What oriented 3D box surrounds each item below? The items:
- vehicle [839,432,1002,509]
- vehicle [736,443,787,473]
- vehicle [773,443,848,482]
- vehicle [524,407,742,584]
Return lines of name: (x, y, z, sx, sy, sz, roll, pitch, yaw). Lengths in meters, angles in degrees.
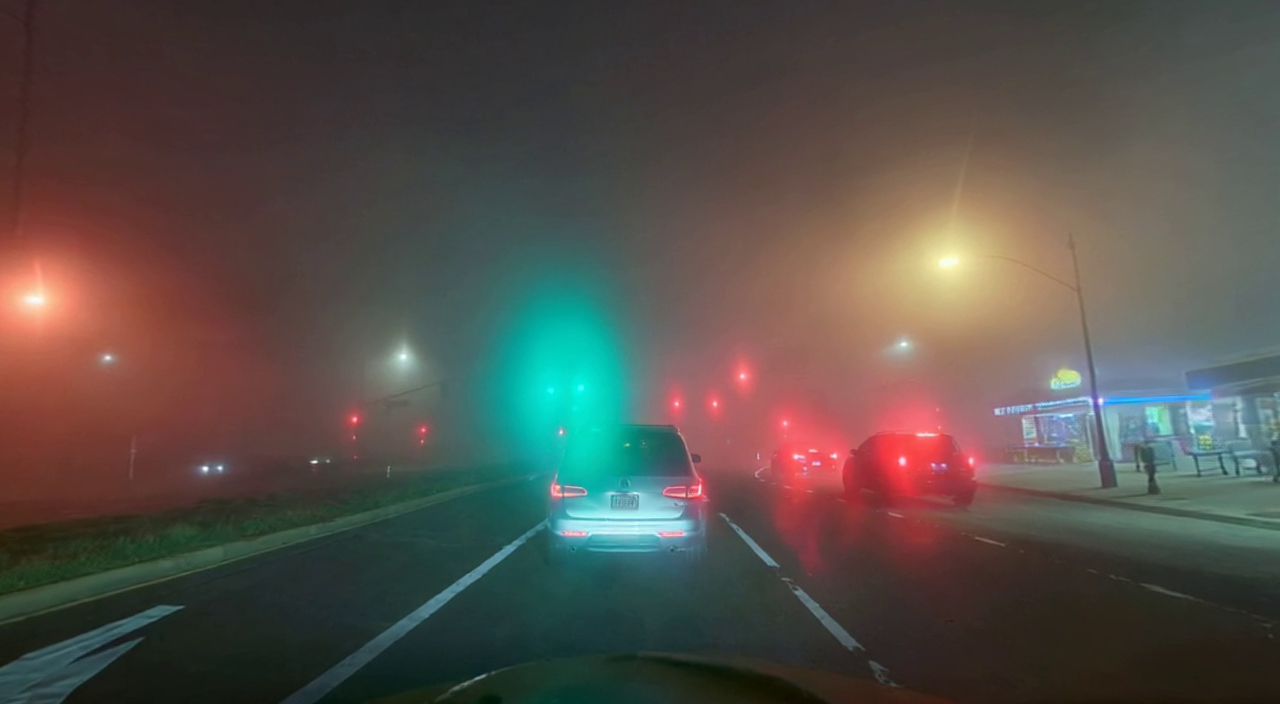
vehicle: (6.796, 2.904, 15.928, 2.072, 1.652, 4.611, 0, -8, 1)
vehicle: (6.364, 5.575, 33.413, 1.961, 1.477, 4.454, 0, -8, 2)
vehicle: (6.874, 4.467, 25.814, 1.833, 1.452, 4.237, 0, -9, 0)
vehicle: (-0.052, 1.689, 8.131, 2.115, 1.700, 3.901, 0, -8, 1)
